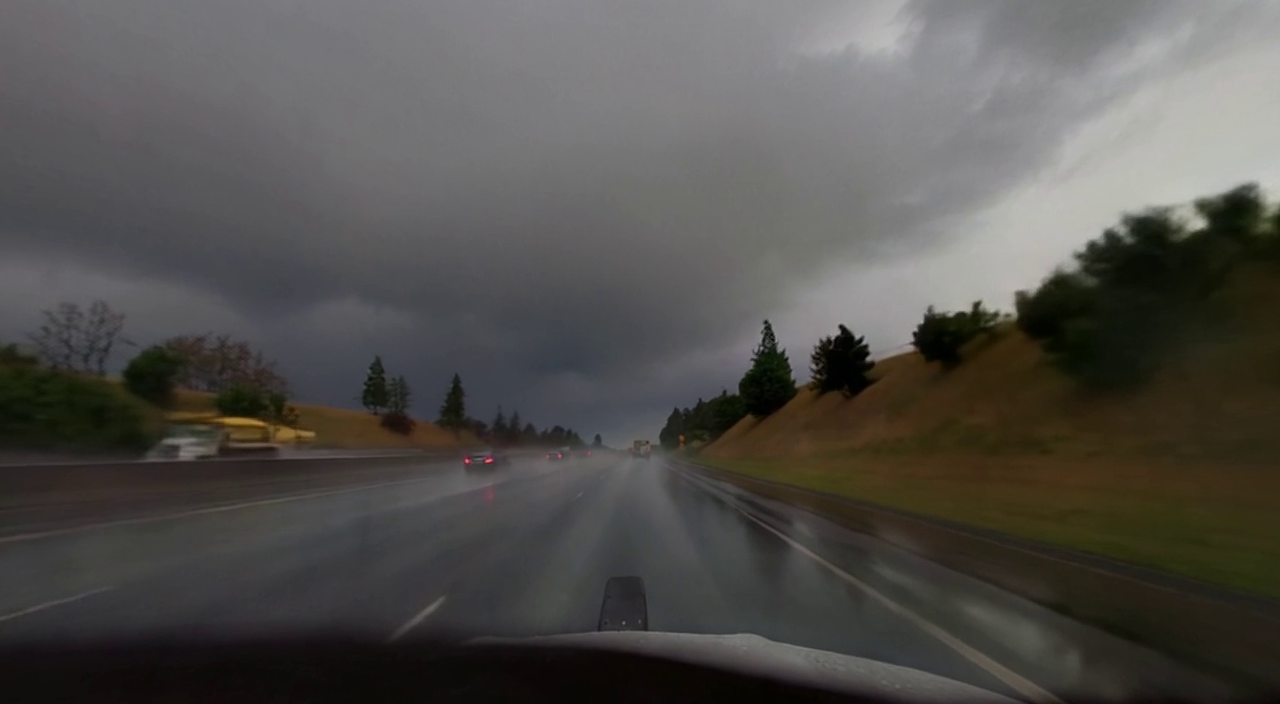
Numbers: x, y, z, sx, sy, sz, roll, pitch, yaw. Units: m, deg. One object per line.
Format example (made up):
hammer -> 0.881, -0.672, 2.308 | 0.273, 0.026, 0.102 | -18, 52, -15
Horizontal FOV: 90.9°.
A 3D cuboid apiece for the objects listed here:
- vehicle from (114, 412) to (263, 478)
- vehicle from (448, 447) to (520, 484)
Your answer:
vehicle -> -22.885, 4.819, 32.549 | 2.431, 3.004, 6.954 | 0, -9, 0
vehicle -> -6.919, 5.077, 28.464 | 2.015, 1.483, 4.626 | 0, -9, 0
